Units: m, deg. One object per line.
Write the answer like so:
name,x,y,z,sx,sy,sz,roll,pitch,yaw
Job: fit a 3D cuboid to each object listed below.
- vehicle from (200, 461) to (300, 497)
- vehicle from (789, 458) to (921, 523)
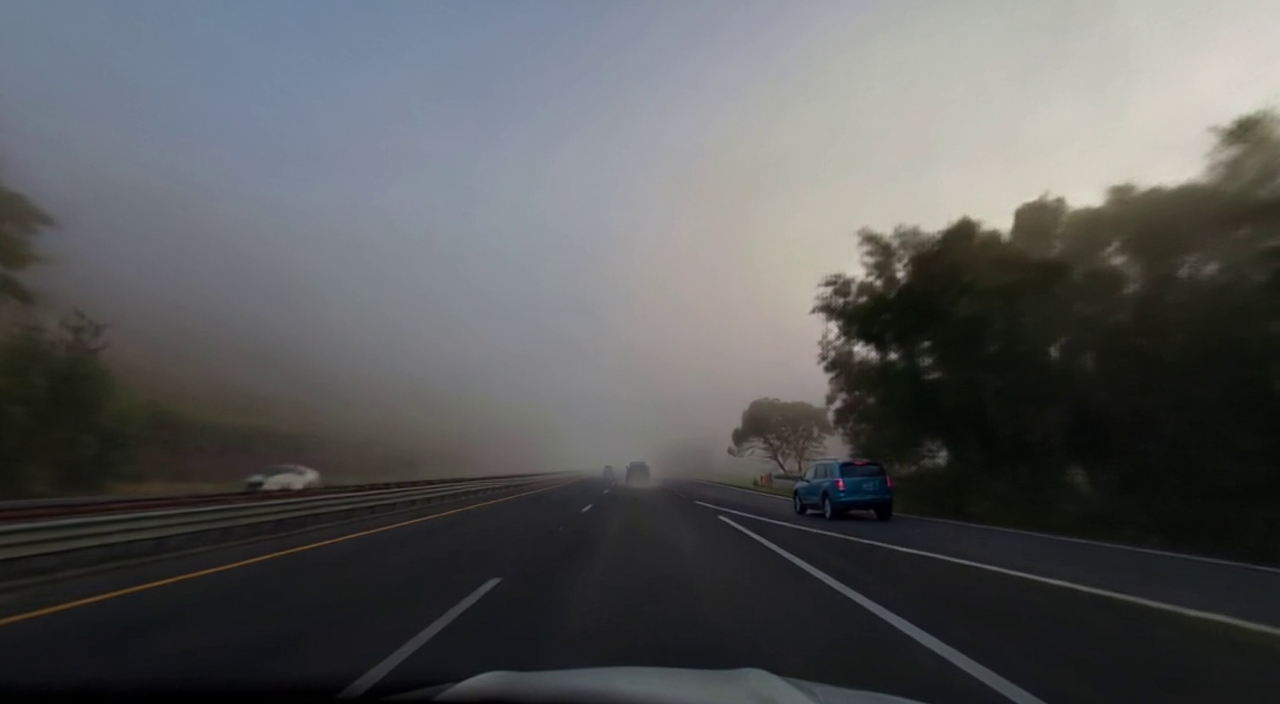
vehicle,-17.293,5.656,28.209,1.852,1.416,3.987,0,-11,1
vehicle,6.585,4.308,19.963,2.089,1.770,4.571,2,-11,-7
